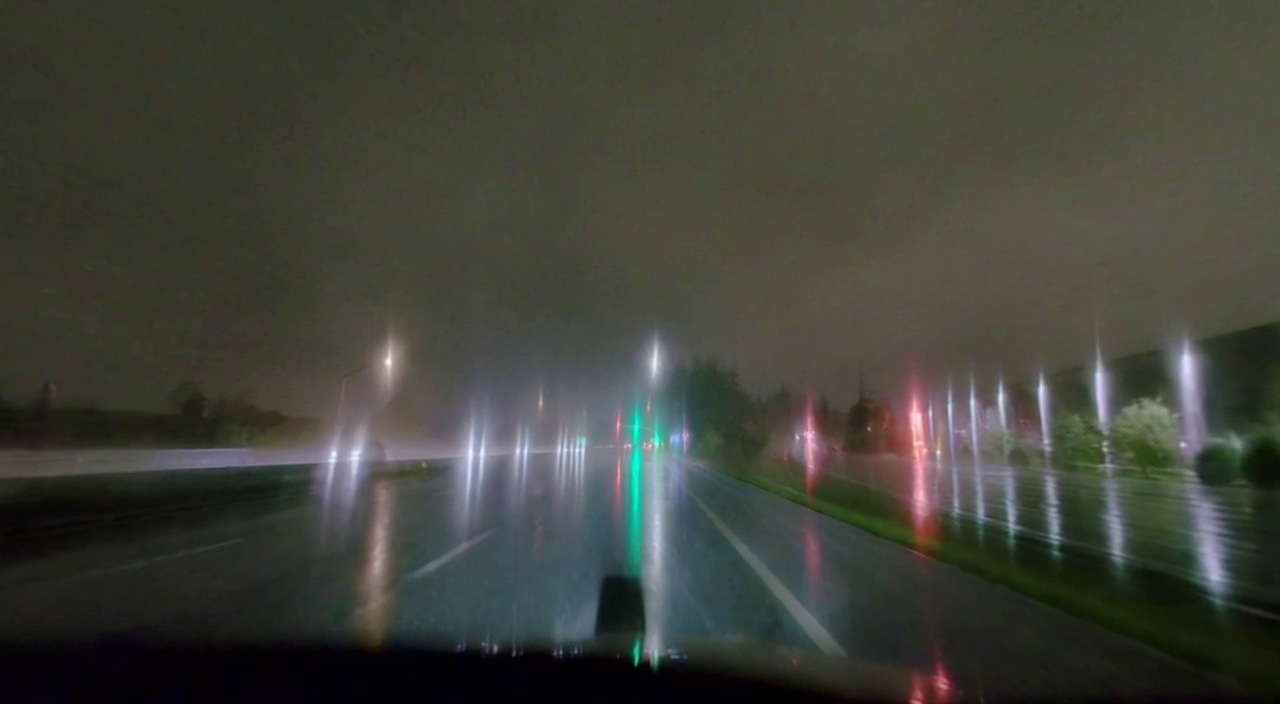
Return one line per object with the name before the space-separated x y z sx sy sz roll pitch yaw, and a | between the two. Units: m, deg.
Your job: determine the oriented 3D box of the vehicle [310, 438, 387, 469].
vehicle | -19.518 6.826 42.588 2.296 1.933 5.761 0 -9 2
